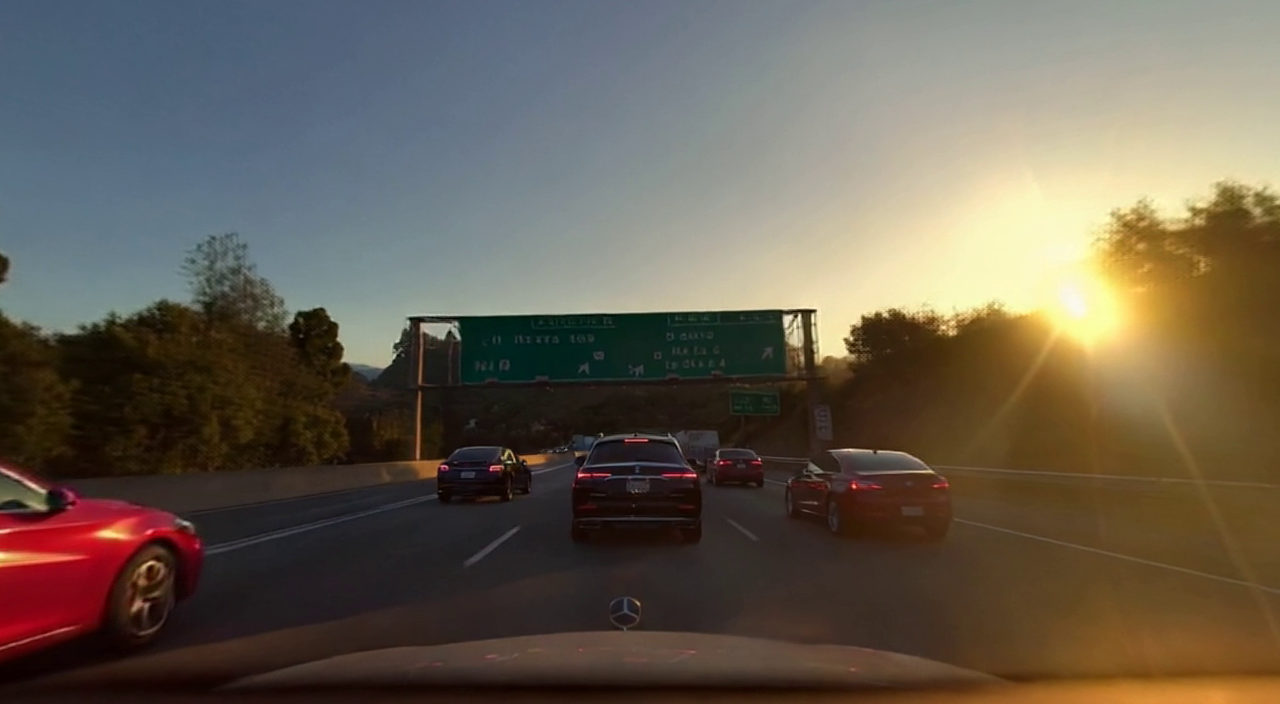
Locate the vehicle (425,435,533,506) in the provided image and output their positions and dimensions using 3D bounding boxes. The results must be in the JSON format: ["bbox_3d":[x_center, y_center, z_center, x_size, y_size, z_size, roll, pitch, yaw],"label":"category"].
[{"bbox_3d":[-4.252,3.193,17.300,1.890,1.708,3.844,0,-9,1],"label":"vehicle"}]

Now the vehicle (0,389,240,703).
[{"bbox_3d":[-4.490,1.003,3.103,2.173,1.660,4.373,0,-9,-1],"label":"vehicle"}]

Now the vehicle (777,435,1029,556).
[{"bbox_3d":[3.668,2.085,9.910,1.953,1.434,4.511,0,-9,-1],"label":"vehicle"}]

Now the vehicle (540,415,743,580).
[{"bbox_3d":[-0.034,1.807,8.519,2.093,1.695,3.782,0,-9,-2],"label":"vehicle"}]
